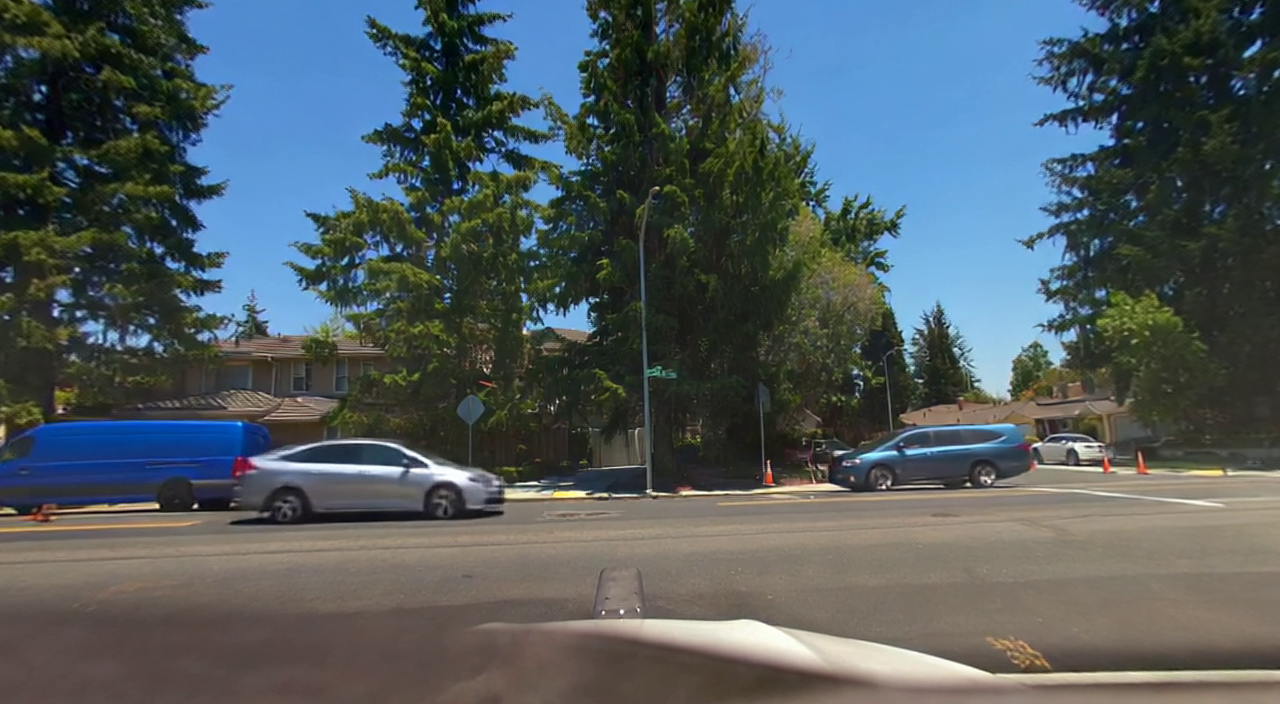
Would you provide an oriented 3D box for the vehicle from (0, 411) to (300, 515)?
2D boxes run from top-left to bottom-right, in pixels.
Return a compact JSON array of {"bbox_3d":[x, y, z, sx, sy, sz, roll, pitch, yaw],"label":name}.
[{"bbox_3d":[-14.133,3.090,17.387,7.824,2.323,2.863,-2,-10,-3],"label":"vehicle"}]

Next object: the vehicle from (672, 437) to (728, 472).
[{"bbox_3d":[2.608,4.575,28.385,1.745,1.461,4.074,1,-9,-5],"label":"vehicle"}]

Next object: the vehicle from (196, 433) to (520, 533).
[{"bbox_3d":[-4.651,2.231,11.117,4.684,1.556,2.087,0,-8,-2],"label":"vehicle"}]

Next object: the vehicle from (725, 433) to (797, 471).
[{"bbox_3d":[5.327,4.492,28.426,2.007,1.555,4.204,1,-9,-7],"label":"vehicle"}]

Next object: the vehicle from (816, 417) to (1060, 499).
[{"bbox_3d":[7.257,2.619,15.753,5.047,1.851,2.103,1,-9,-6],"label":"vehicle"}]

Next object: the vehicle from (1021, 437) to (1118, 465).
[{"bbox_3d":[22.717,5.240,33.485,3.863,1.453,1.826,1,-8,-4],"label":"vehicle"}]

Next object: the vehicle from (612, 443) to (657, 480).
[{"bbox_3d":[-0.304,4.783,27.865,1.648,1.430,3.654,4,-8,-4],"label":"vehicle"}]
